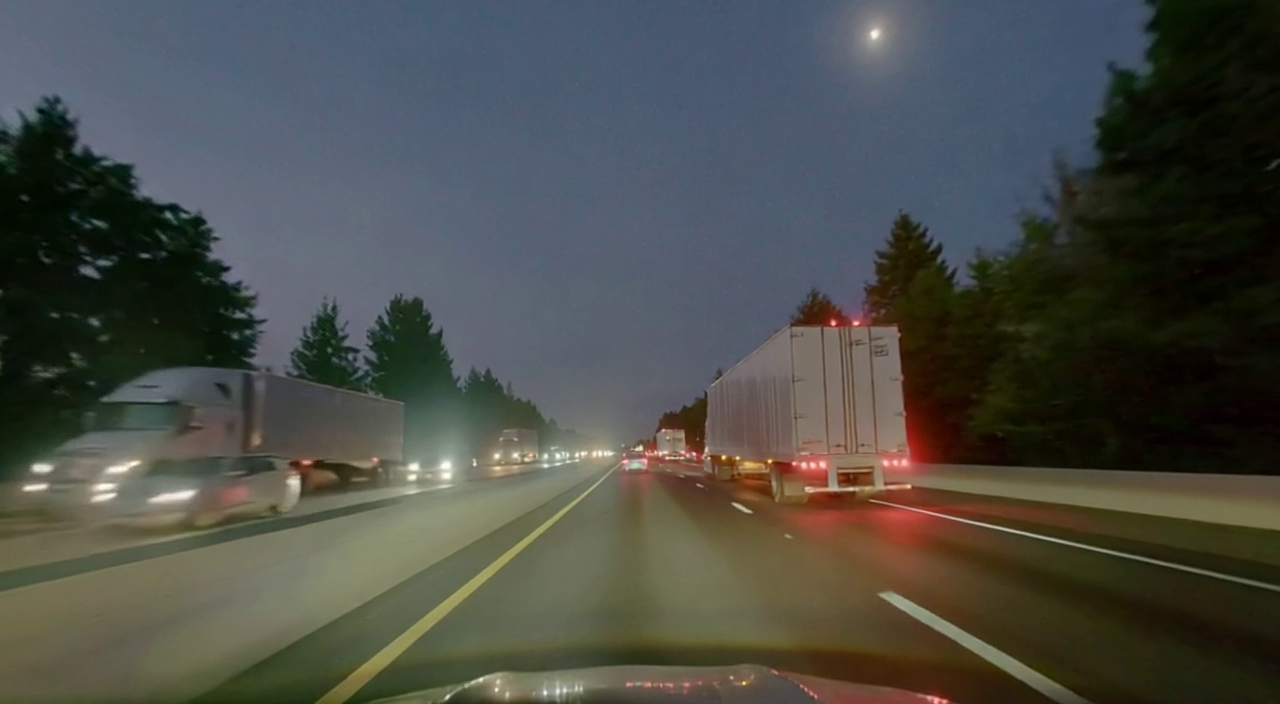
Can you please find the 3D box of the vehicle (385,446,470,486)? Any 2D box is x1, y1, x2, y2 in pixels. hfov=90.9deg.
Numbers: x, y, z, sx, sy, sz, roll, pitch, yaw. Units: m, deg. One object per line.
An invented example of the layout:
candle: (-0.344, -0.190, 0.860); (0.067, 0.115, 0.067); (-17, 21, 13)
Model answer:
vehicle: (-8.640, 4.667, 26.068); (1.993, 1.515, 4.232); (0, -9, 1)

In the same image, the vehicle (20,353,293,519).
vehicle: (-13.204, 2.440, 18.093); (2.977, 3.962, 5.832); (0, -9, 0)

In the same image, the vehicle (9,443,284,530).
vehicle: (-8.575, 2.341, 11.501); (1.921, 1.304, 3.824); (0, -9, 0)

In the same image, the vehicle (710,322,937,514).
vehicle: (4.613, 2.424, 20.298); (2.842, 4.060, 13.939); (0, -9, -1)

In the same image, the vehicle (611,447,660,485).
vehicle: (-0.184, 4.769, 26.597); (1.939, 1.495, 3.612); (0, -9, 0)
